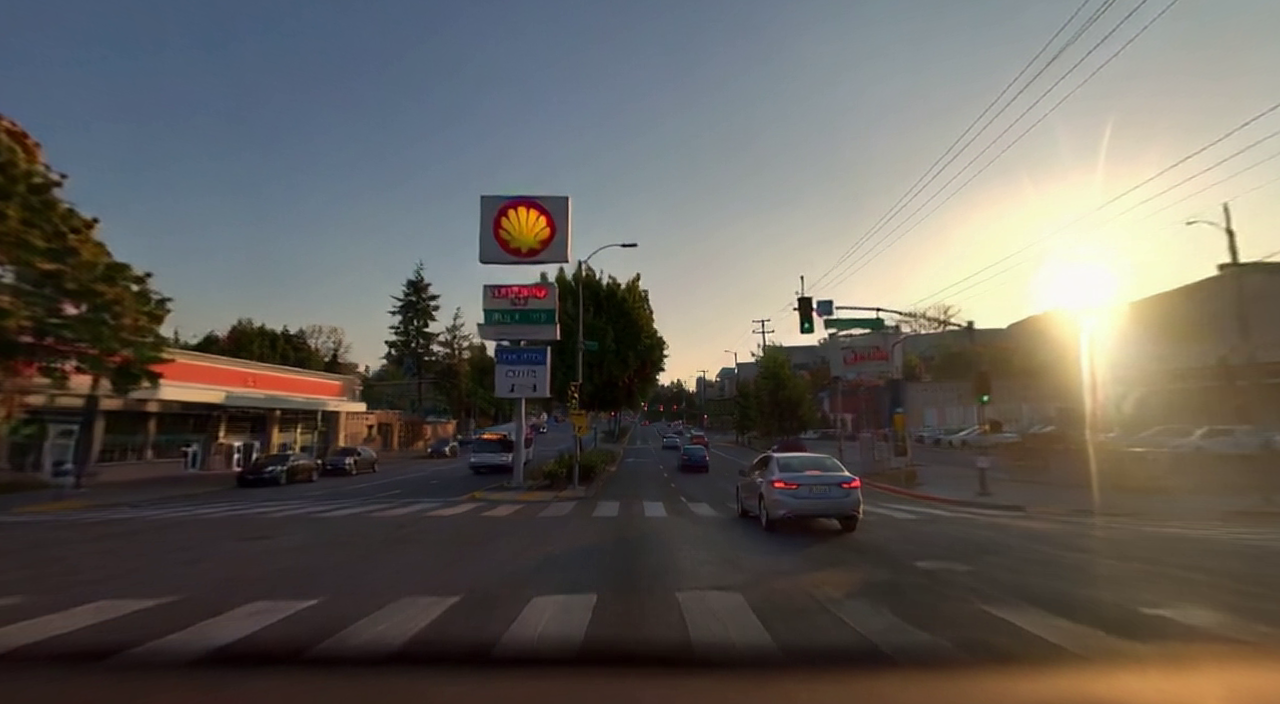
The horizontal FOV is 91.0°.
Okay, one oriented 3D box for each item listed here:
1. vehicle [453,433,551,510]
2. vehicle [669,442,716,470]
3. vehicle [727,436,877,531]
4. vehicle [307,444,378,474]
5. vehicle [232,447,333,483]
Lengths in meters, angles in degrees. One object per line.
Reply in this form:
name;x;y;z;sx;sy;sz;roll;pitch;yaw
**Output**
vehicle;-3.736;3.443;17.929;2.189;1.836;4.693;0;-12;-6
vehicle;2.894;5.842;35.658;2.282;1.458;4.362;0;-8;-1
vehicle;3.198;2.680;13.457;1.999;1.679;4.217;0;-8;-1
vehicle;-17.974;6.457;38.307;2.079;1.672;4.333;-1;-8;2
vehicle;-17.827;5.643;31.743;1.956;1.634;5.000;-1;-8;3
